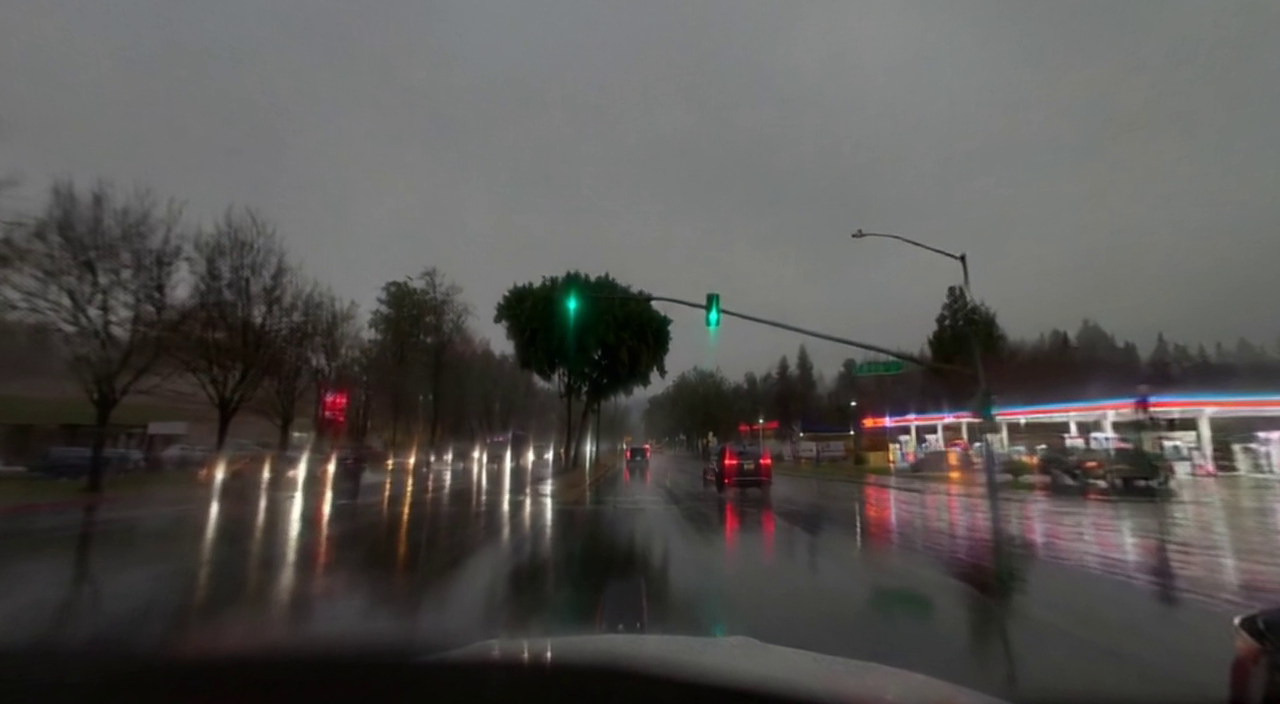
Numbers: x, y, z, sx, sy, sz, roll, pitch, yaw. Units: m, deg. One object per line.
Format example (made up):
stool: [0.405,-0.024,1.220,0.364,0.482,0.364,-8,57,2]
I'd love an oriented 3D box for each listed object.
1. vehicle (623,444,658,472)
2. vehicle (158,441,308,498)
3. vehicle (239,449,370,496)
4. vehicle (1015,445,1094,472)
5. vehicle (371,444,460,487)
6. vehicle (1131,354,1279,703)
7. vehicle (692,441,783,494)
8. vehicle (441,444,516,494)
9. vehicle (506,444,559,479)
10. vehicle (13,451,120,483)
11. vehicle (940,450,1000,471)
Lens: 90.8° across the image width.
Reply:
vehicle: [-0.041,6.417,38.500,2.029,1.605,3.827,0,-9,-2]
vehicle: [-15.655,4.520,24.861,2.191,1.926,5.787,0,-9,-2]
vehicle: [-12.425,4.456,23.883,2.186,1.532,5.087,0,-9,0]
vehicle: [29.150,7.479,44.630,2.077,1.765,4.643,1,-9,-7]
vehicle: [-8.945,4.543,25.671,2.165,1.557,4.515,0,-9,-3]
vehicle: [3.624,0.578,0.689,2.117,1.689,5.113,0,-9,1]
vehicle: [2.964,3.639,20.283,2.061,1.487,4.462,0,-9,-2]
vehicle: [-5.443,3.949,21.821,1.972,1.466,4.493,2,-8,-8]
vehicle: [-5.145,5.282,30.815,1.953,1.526,4.349,0,-8,-1]
vehicle: [-28.156,5.641,31.090,3.640,1.462,1.660,0,-9,2]
vehicle: [24.306,7.991,46.765,1.894,1.485,4.606,0,-9,-1]
